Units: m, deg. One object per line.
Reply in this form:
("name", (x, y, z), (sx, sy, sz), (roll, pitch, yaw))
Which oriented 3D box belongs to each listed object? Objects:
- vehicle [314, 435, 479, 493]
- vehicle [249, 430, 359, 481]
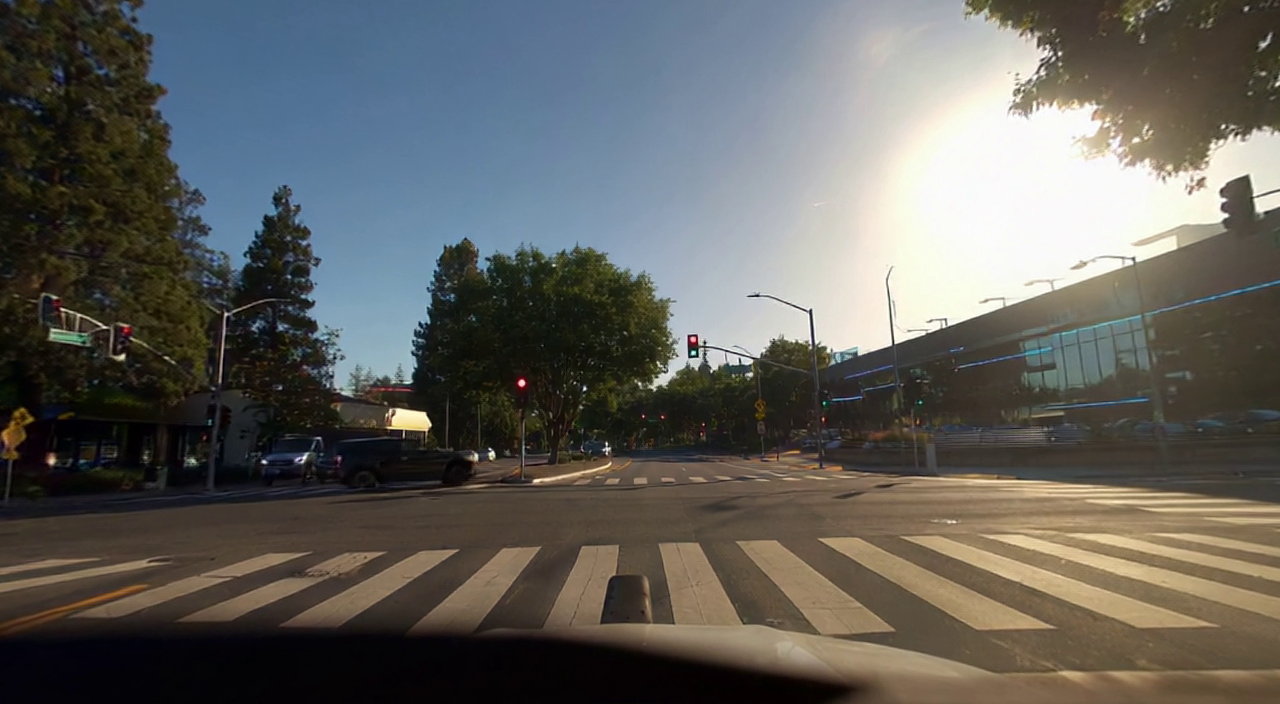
("vehicle", (-7.878, 3.571, 20.531), (4.569, 1.658, 2.153), (5, -10, -33))
("vehicle", (-18.529, 5.735, 35.237), (2.557, 2.580, 5.856), (-1, -8, 4))
